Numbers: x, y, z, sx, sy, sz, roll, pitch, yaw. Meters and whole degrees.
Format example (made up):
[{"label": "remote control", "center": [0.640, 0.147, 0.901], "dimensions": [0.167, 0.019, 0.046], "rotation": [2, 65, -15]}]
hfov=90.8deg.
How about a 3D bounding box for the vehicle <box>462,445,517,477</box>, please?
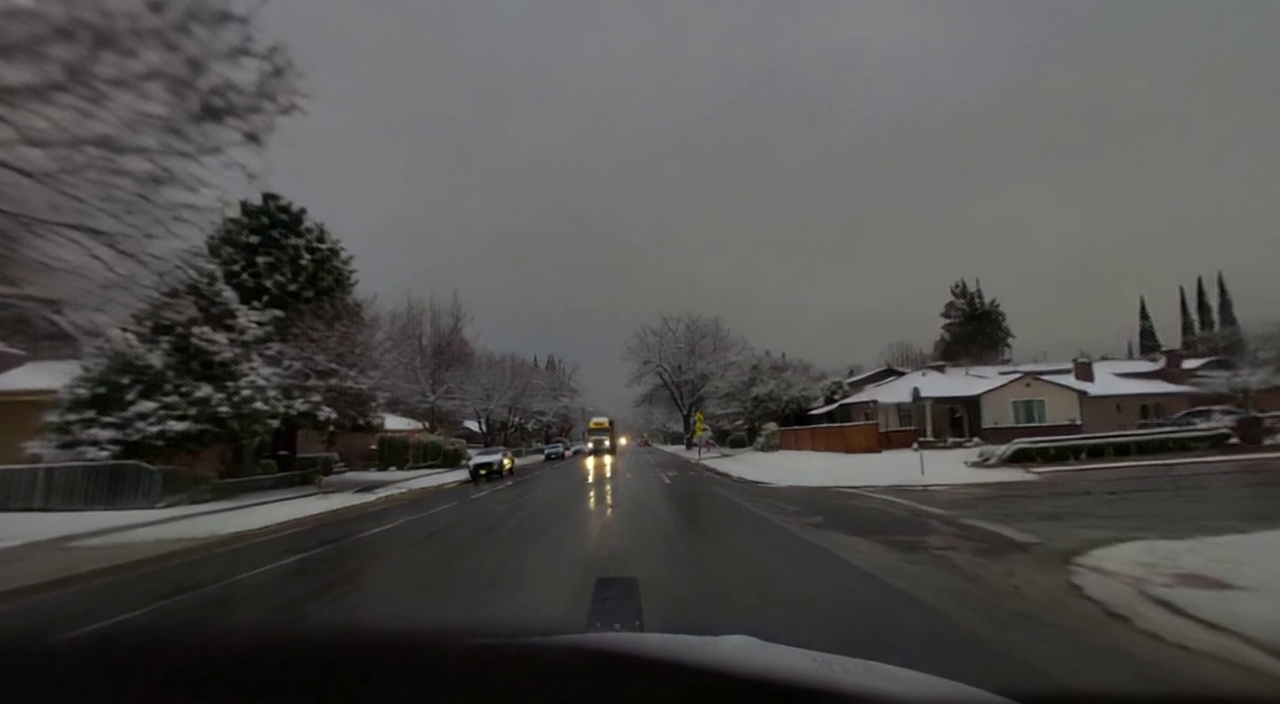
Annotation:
[{"label": "vehicle", "center": [-8.853, 6.447, 37.599], "dimensions": [2.119, 1.775, 4.643], "rotation": [0, -9, 1]}]
